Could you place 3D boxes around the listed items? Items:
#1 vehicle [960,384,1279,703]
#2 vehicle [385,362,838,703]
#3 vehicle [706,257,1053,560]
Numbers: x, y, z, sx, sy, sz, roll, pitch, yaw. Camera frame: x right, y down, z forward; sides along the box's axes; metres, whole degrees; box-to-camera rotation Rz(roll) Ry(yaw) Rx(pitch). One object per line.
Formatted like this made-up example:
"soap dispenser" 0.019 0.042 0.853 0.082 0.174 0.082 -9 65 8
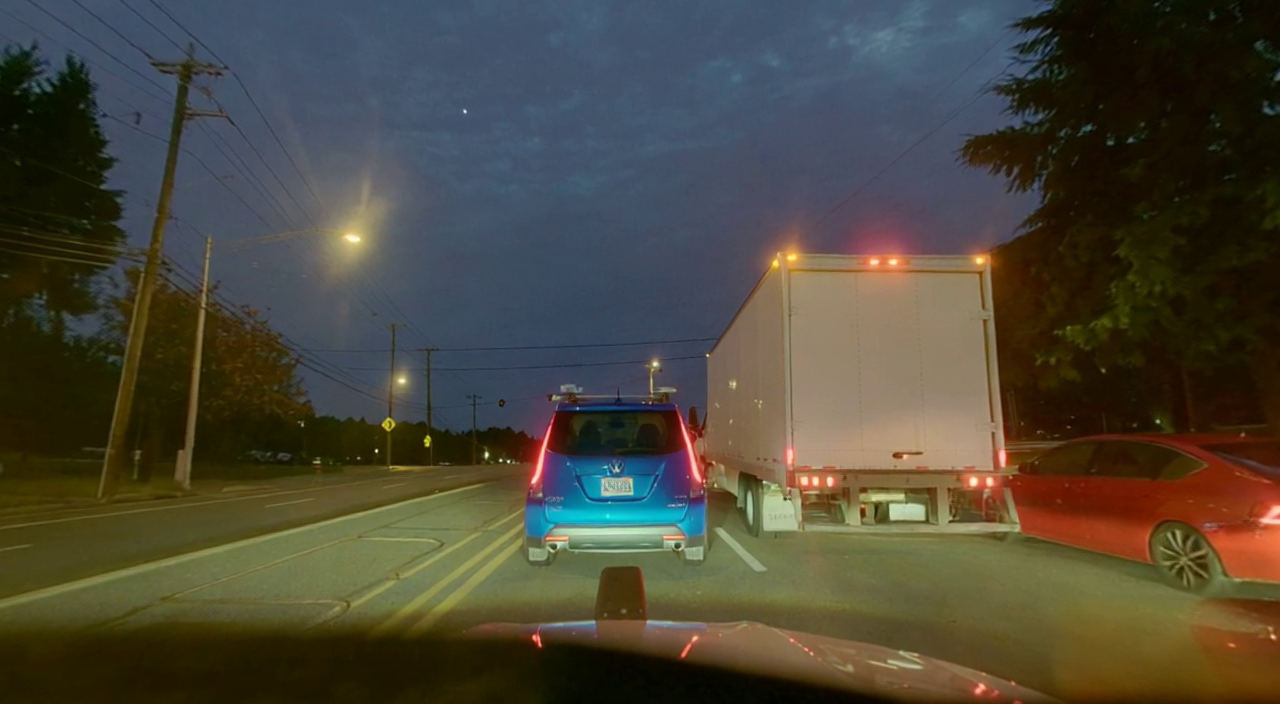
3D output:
"vehicle" 2.827 0.746 1.191 1.971 1.484 4.728 0 -8 0
"vehicle" -0.129 1.222 5.137 2.114 1.732 4.230 0 -8 0
"vehicle" 3.222 1.249 11.825 2.915 3.559 8.848 0 -8 -1
